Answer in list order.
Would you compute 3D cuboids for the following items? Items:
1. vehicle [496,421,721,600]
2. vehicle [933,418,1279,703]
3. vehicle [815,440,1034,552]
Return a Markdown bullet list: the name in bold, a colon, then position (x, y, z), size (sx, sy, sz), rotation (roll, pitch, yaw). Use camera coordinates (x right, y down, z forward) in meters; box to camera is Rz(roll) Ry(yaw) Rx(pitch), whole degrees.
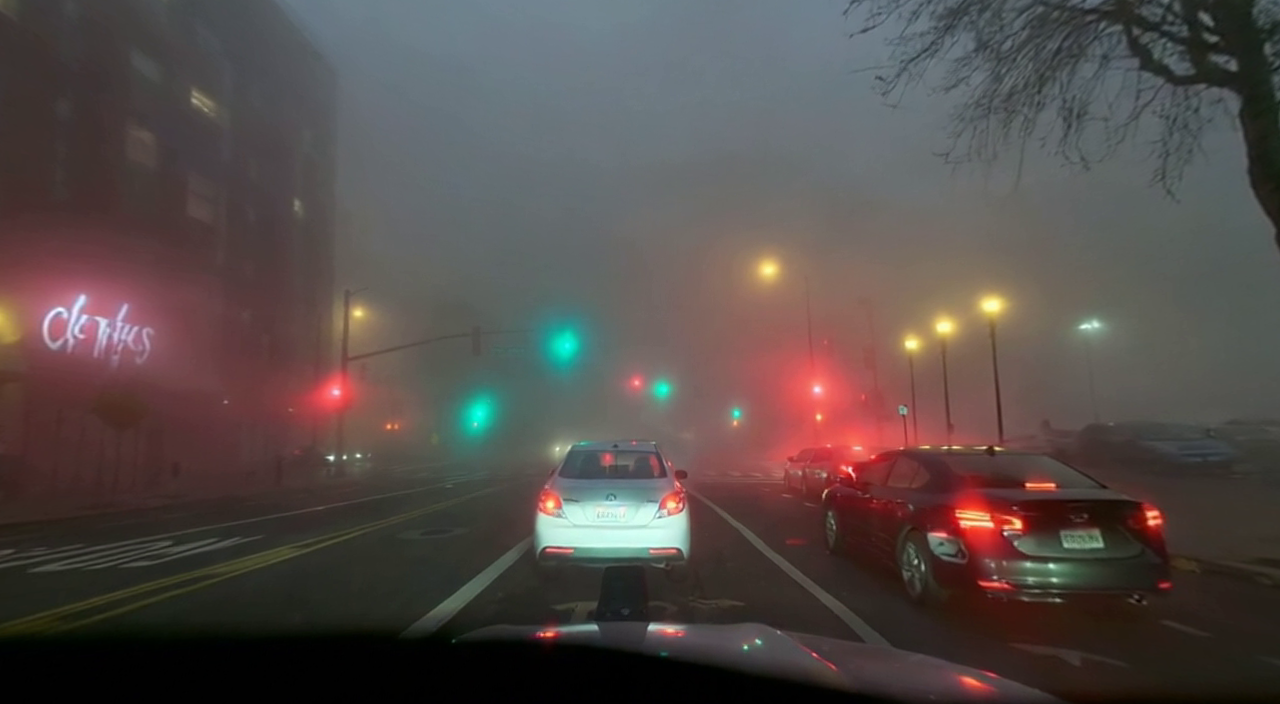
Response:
- **vehicle**: position (-0.268, 1.613, 7.233), size (1.888, 1.489, 3.703), rotation (0, -8, 0)
- **vehicle**: position (3.195, 0.979, 2.192), size (2.006, 1.496, 4.767), rotation (0, -9, -1)
- **vehicle**: position (4.543, 2.323, 11.012), size (1.912, 1.505, 4.618), rotation (-1, -8, 3)
